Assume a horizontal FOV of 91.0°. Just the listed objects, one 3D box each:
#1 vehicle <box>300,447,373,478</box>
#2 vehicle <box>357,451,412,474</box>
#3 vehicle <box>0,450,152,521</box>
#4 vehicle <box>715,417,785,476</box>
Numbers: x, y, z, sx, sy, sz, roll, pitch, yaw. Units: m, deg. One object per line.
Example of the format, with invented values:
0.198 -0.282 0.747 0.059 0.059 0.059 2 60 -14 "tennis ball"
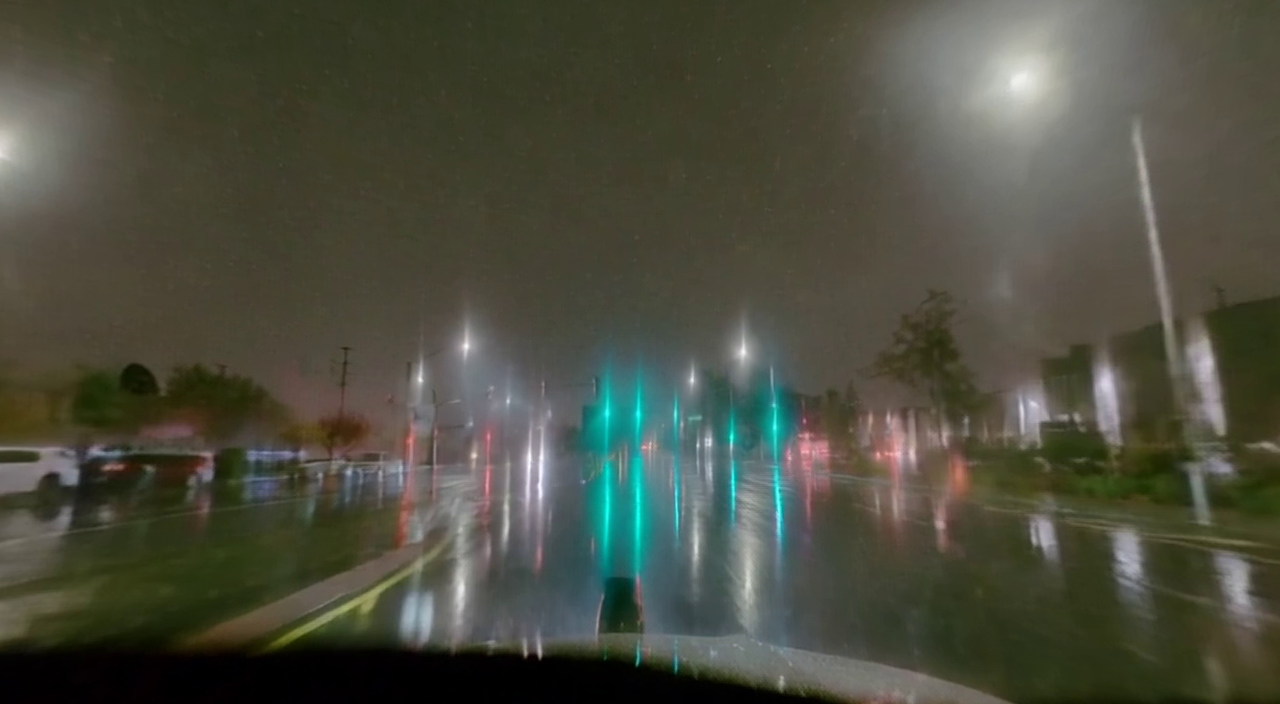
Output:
-18.342 6.707 38.363 2.097 1.733 4.527 0 -9 1 "vehicle"
-18.218 7.876 45.125 1.901 1.513 4.795 0 -9 0 "vehicle"
-15.408 3.373 16.444 1.917 1.577 3.995 0 -9 4 "vehicle"
6.514 5.774 38.468 2.802 3.208 7.459 0 -9 -1 "vehicle"
